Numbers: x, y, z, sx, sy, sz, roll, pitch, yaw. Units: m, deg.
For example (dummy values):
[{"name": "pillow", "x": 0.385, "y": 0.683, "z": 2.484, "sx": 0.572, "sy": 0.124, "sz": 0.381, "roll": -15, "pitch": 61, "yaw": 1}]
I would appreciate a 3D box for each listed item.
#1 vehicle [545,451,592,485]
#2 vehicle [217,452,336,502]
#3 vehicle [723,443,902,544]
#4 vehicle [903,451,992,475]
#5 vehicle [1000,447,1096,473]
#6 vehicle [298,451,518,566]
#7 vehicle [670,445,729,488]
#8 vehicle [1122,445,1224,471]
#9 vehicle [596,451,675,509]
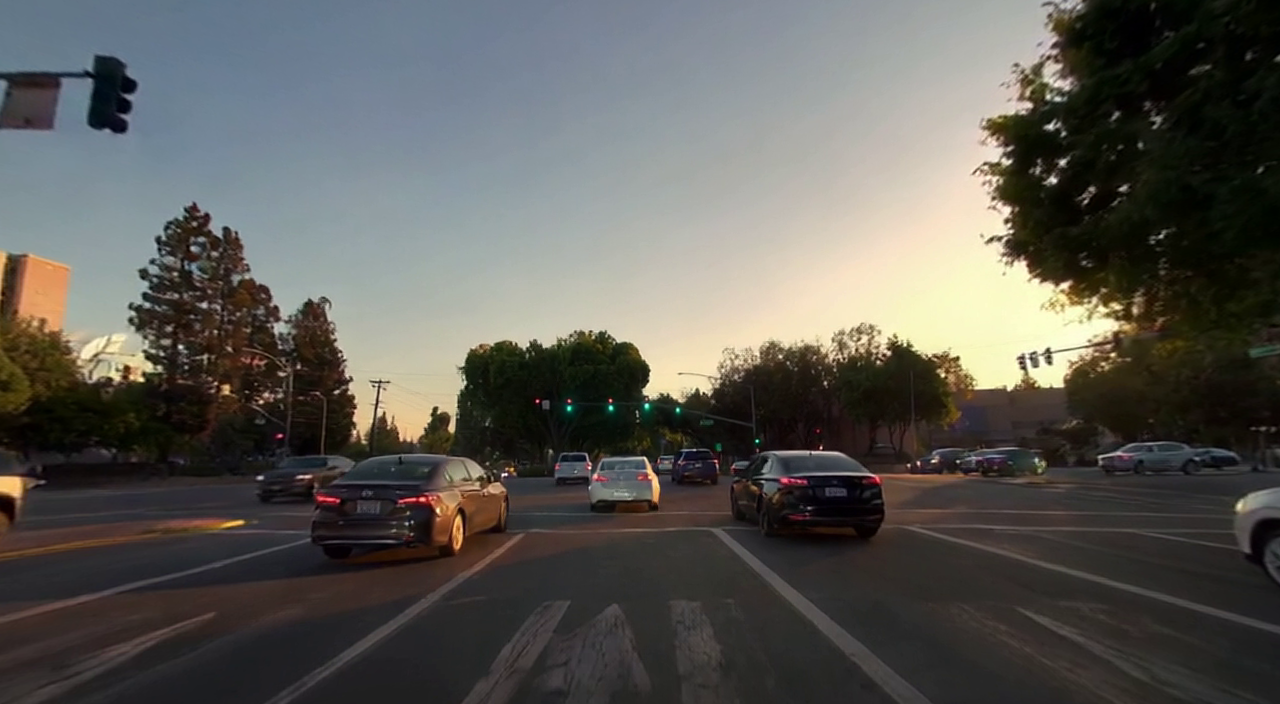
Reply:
[{"name": "vehicle", "x": -3.817, "y": 6.267, "z": 34.449, "sx": 2.033, "sy": 1.714, "sz": 4.278, "roll": 0, "pitch": -8, "yaw": 0}, {"name": "vehicle", "x": -14.533, "y": 4.966, "z": 25.628, "sx": 2.126, "sy": 1.785, "sz": 4.534, "roll": 0, "pitch": -8, "yaw": 0}, {"name": "vehicle", "x": 3.044, "y": 2.597, "z": 12.480, "sx": 1.996, "sy": 1.566, "sz": 4.917, "roll": 0, "pitch": -8, "yaw": -2}, {"name": "vehicle", "x": 19.319, "y": 6.985, "z": 39.835, "sx": 4.620, "sy": 1.446, "sz": 1.950, "roll": 0, "pitch": -8, "yaw": -3}, {"name": "vehicle", "x": 23.691, "y": 6.254, "z": 36.747, "sx": 4.255, "sy": 1.465, "sz": 1.936, "roll": 0, "pitch": -9, "yaw": -3}, {"name": "vehicle", "x": -3.501, "y": 2.419, "z": 10.638, "sx": 2.045, "sy": 1.463, "sz": 4.490, "roll": 0, "pitch": -8, "yaw": 0}, {"name": "vehicle", "x": 2.628, "y": 5.179, "z": 29.062, "sx": 2.138, "sy": 1.778, "sz": 4.422, "roll": 0, "pitch": -8, "yaw": -2}, {"name": "vehicle", "x": 31.055, "y": 6.148, "z": 36.896, "sx": 4.357, "sy": 1.444, "sz": 1.783, "roll": 0, "pitch": -8, "yaw": -2}, {"name": "vehicle", "x": -0.170, "y": 3.714, "z": 18.742, "sx": 2.098, "sy": 1.461, "sz": 3.958, "roll": 0, "pitch": -8, "yaw": -1}]
